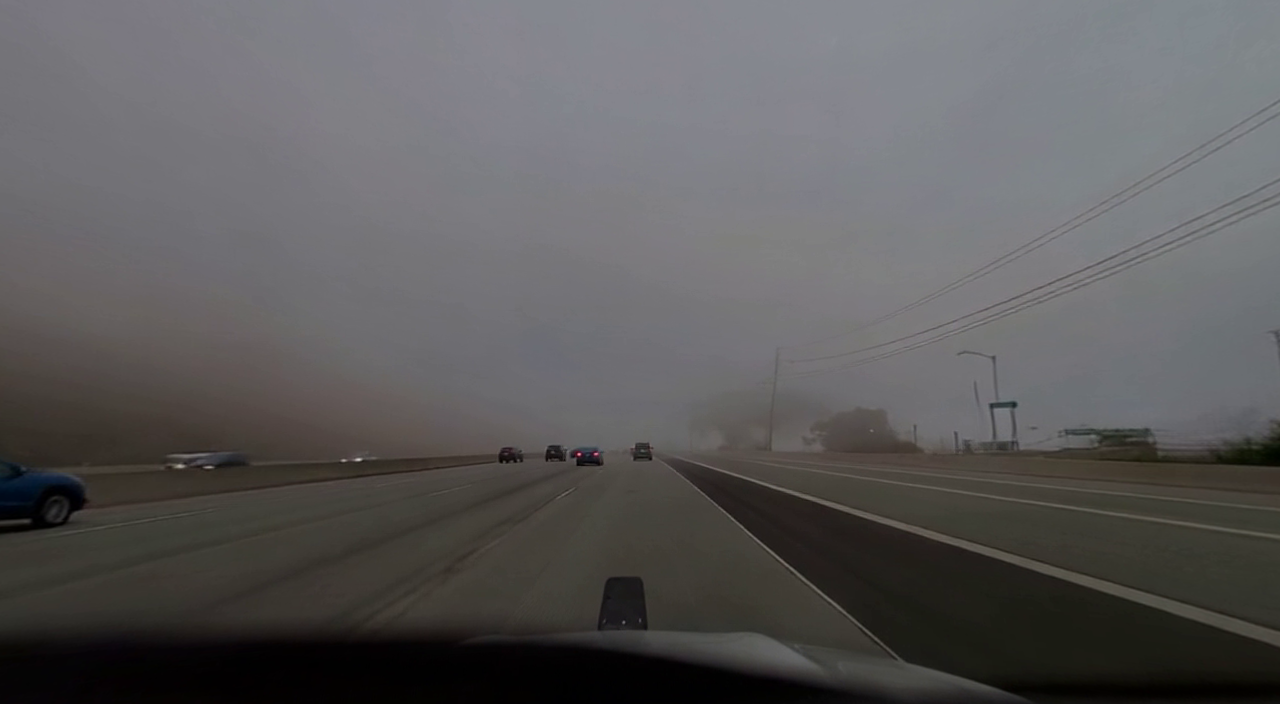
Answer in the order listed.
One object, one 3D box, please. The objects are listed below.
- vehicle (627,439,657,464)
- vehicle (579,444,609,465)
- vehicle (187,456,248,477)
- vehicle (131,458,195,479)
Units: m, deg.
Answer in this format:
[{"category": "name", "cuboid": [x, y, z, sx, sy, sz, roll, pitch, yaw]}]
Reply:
[{"category": "vehicle", "cuboid": [0.124, 7.518, 47.712, 2.194, 1.737, 4.127, 0, -9, -1]}, {"category": "vehicle", "cuboid": [-3.480, 7.828, 48.444, 1.967, 1.517, 4.808, 0, -9, 0]}, {"category": "vehicle", "cuboid": [-32.064, 8.696, 48.029, 1.767, 1.419, 4.079, 0, -9, 0]}, {"category": "vehicle", "cuboid": [-35.809, 8.738, 47.435, 1.772, 1.445, 3.772, 0, -9, 1]}]
